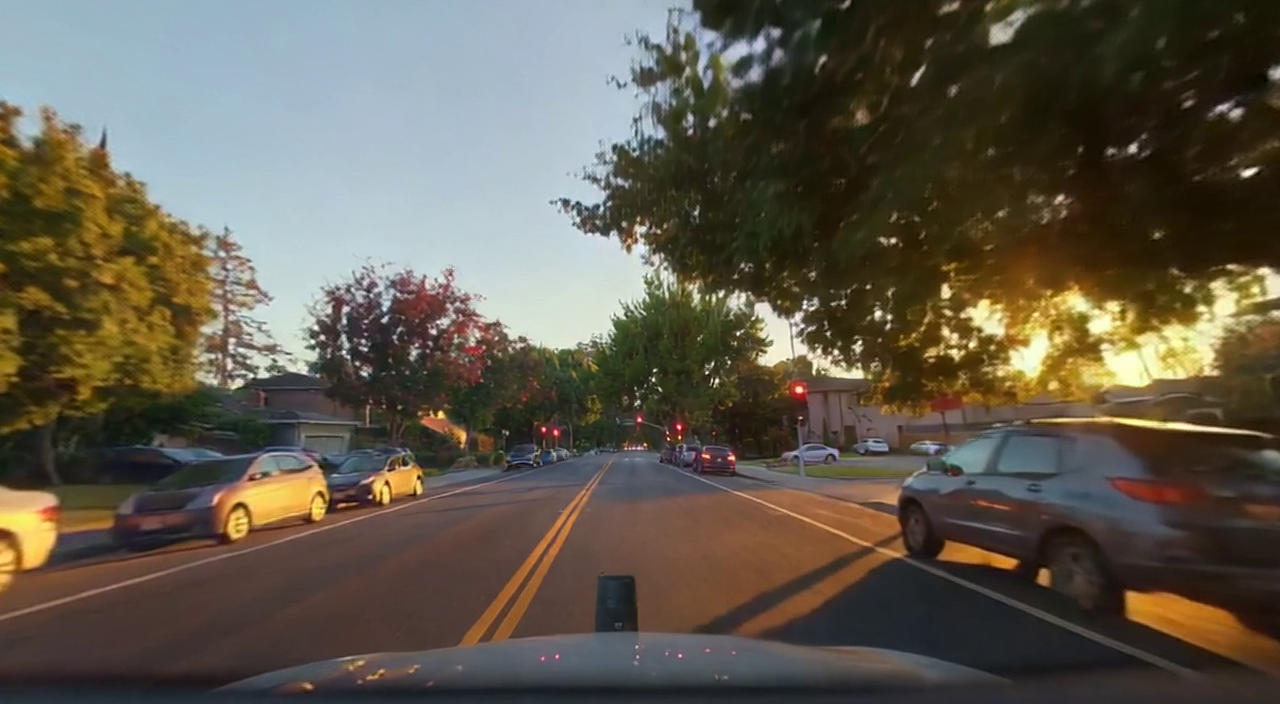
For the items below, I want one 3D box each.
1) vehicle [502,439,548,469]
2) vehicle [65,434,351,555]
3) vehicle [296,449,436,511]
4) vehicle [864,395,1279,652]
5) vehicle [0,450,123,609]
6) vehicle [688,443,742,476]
[{"bbox_3d":[-8.274,7.404,46.043,2.420,2.004,5.615,0,-8,-2],"label":"vehicle"},{"bbox_3d":[-7.246,2.378,11.348,2.092,1.706,4.356,0,-8,-1],"label":"vehicle"},{"bbox_3d":[-7.293,3.415,17.401,1.954,1.430,4.395,0,-8,-1],"label":"vehicle"},{"bbox_3d":[4.278,1.482,6.586,1.992,1.703,4.503,0,-8,-3],"label":"vehicle"},{"bbox_3d":[-6.826,1.515,4.909,1.811,1.454,4.610,0,-8,-2],"label":"vehicle"},{"bbox_3d":[3.718,5.419,32.142,1.955,1.536,4.395,1,-8,-4],"label":"vehicle"}]
